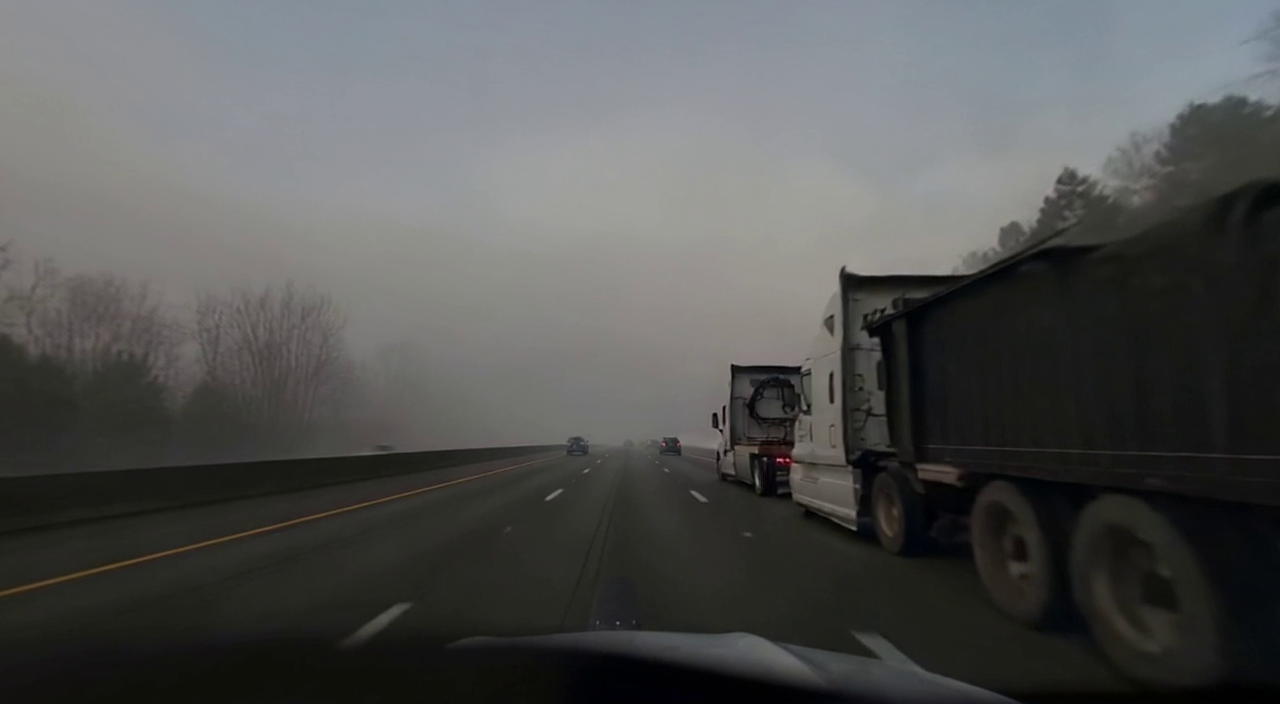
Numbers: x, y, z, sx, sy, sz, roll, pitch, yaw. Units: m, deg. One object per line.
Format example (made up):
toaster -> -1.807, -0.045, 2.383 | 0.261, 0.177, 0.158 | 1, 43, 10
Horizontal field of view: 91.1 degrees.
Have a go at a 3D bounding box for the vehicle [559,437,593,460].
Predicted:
vehicle -> -4.452, 6.763, 44.305 | 2.017, 1.484, 4.088 | 0, -8, 0

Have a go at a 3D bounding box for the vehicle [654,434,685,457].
vehicle -> 2.221, 7.218, 48.621 | 2.124, 1.696, 4.173 | 0, -8, -1

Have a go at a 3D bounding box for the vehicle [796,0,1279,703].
vehicle -> 4.100, 0.126, 5.966 | 2.906, 3.999, 8.621 | 0, -8, -1
